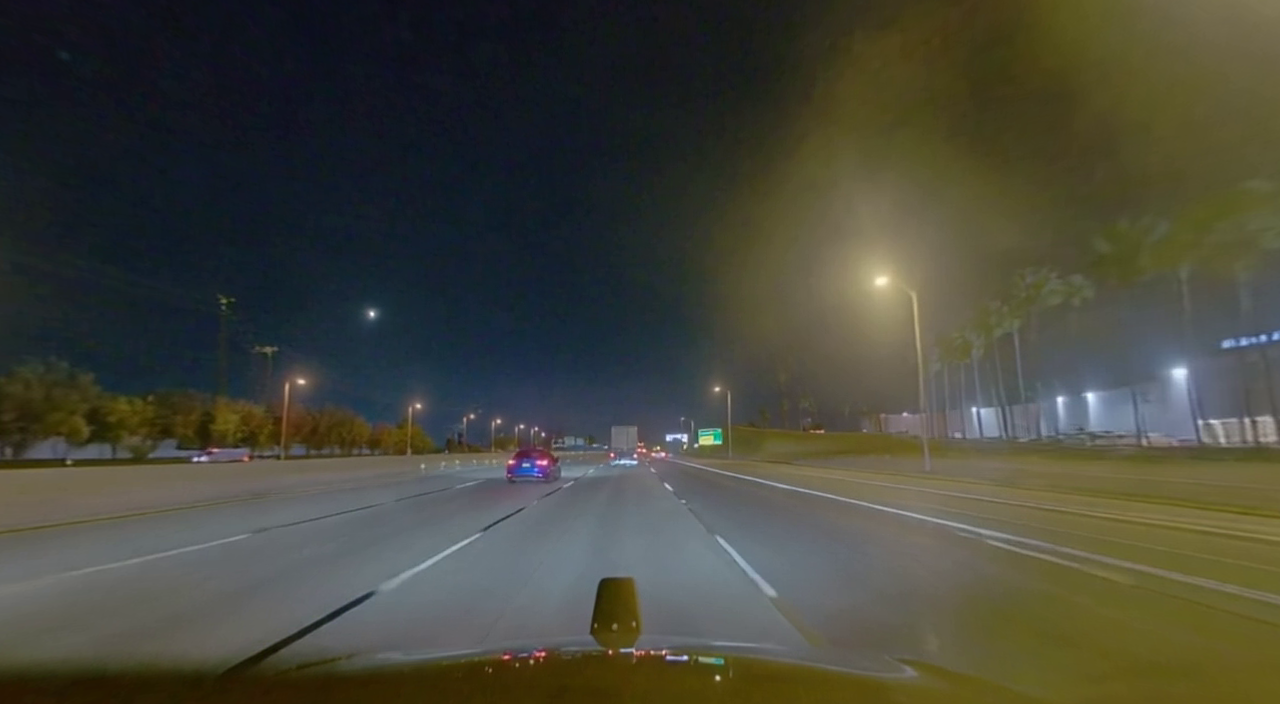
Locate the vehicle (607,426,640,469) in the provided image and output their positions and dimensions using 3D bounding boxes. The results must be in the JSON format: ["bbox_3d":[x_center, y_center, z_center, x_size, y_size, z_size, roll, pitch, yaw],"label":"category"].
[{"bbox_3d":[-1.238,7.155,47.471,2.364,2.953,6.495,0,-9,-1],"label":"vehicle"}]

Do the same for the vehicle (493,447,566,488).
[{"bbox_3d":[-4.239,4.471,24.904,2.097,1.447,4.291,0,-9,0],"label":"vehicle"}]
